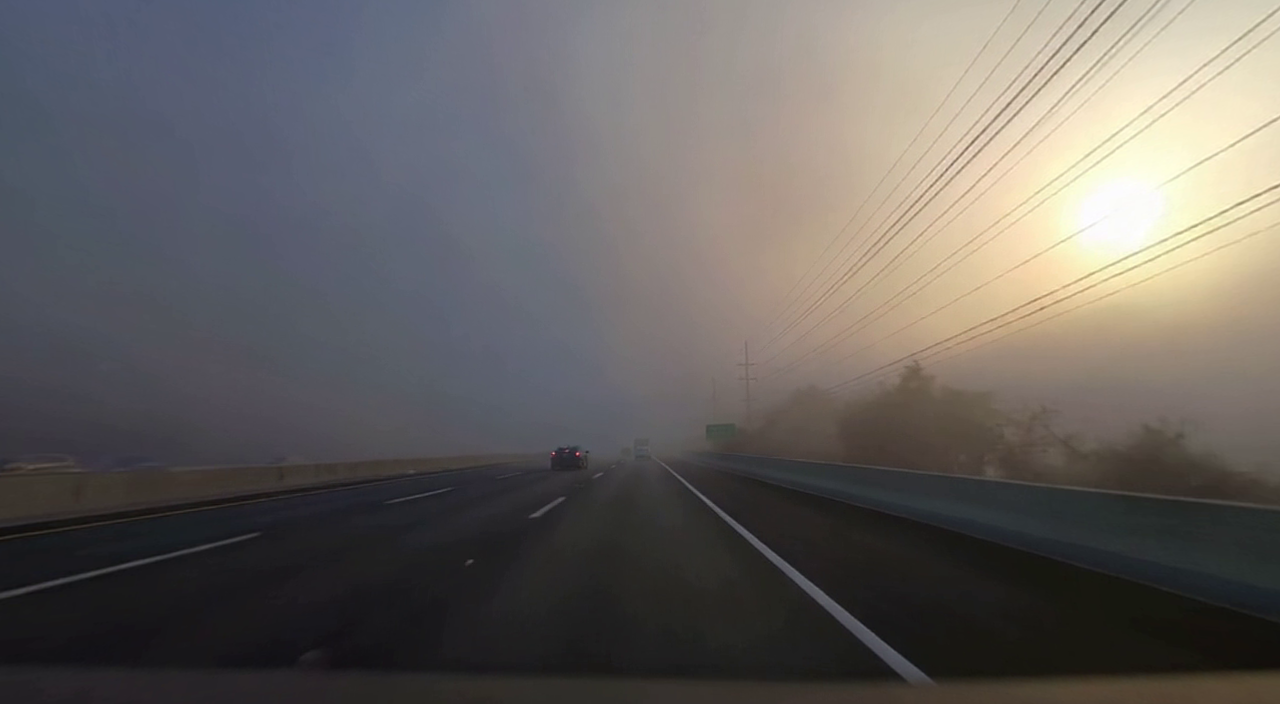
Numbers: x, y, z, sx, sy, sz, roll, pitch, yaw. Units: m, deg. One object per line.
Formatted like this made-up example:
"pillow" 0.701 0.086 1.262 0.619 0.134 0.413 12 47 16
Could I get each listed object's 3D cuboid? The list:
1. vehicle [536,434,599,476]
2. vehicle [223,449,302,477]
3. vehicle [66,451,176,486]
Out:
"vehicle" -3.636 5.315 32.689 2.577 1.939 5.408 0 -9 1
"vehicle" -24.542 7.226 41.204 2.018 1.724 4.942 0 -9 1
"vehicle" -28.781 6.433 35.168 1.973 1.811 4.881 0 -9 0
